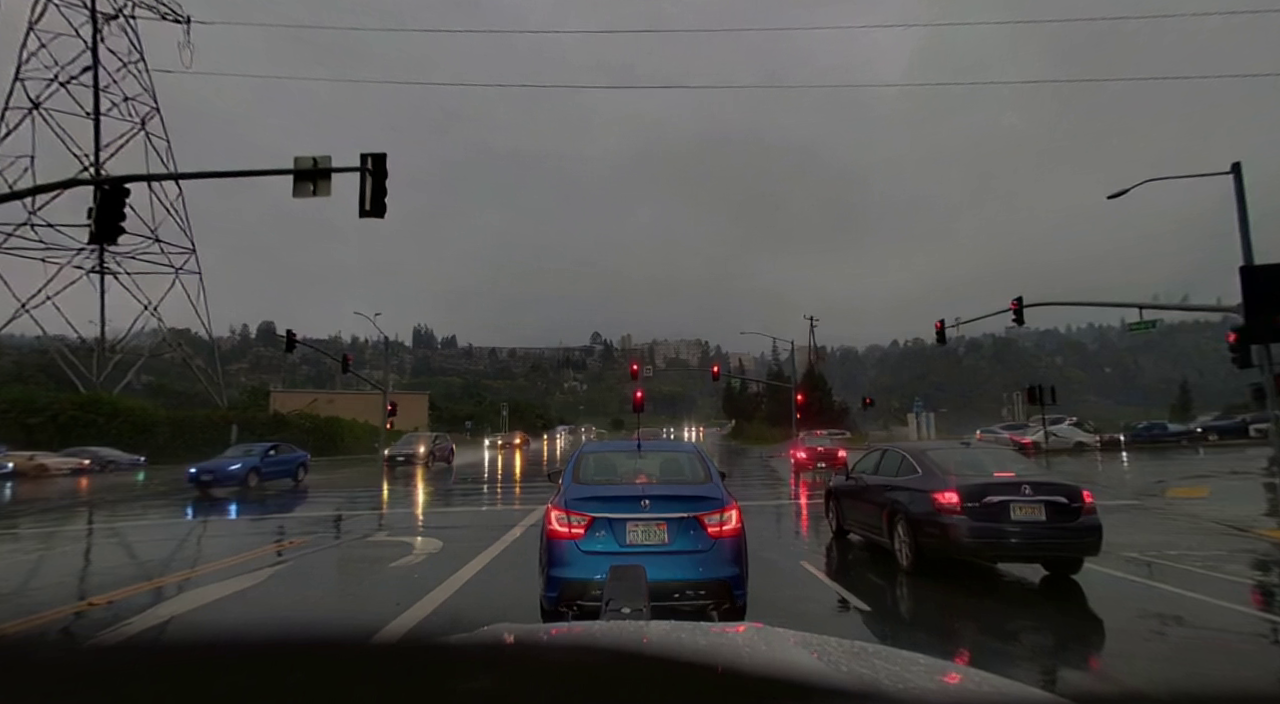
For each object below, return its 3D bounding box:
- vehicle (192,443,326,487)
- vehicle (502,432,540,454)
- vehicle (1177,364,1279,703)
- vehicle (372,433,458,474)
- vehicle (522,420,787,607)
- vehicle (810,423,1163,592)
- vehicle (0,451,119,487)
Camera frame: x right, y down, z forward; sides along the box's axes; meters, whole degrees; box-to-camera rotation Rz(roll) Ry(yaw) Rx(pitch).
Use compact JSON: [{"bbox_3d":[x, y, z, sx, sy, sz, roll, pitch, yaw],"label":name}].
[{"bbox_3d":[-14.171,4.197,23.820,2.089,1.464,4.520,-1,-8,2],"label":"vehicle"},{"bbox_3d":[-8.825,6.821,47.060,1.910,1.537,4.123,-1,-8,3],"label":"vehicle"},{"bbox_3d":[3.403,0.590,0.628,1.926,1.614,4.330,0,-8,1],"label":"vehicle"},{"bbox_3d":[-9.452,4.298,26.927,1.910,1.597,4.334,-1,-8,2],"label":"vehicle"},{"bbox_3d":[0.103,1.597,7.127,2.117,1.474,4.036,0,-8,0],"label":"vehicle"},{"bbox_3d":[3.643,1.684,7.722,1.835,1.473,4.190,0,-8,-2],"label":"vehicle"},{"bbox_3d":[-25.941,5.113,27.739,4.263,1.464,1.895,0,-8,-1],"label":"vehicle"}]
